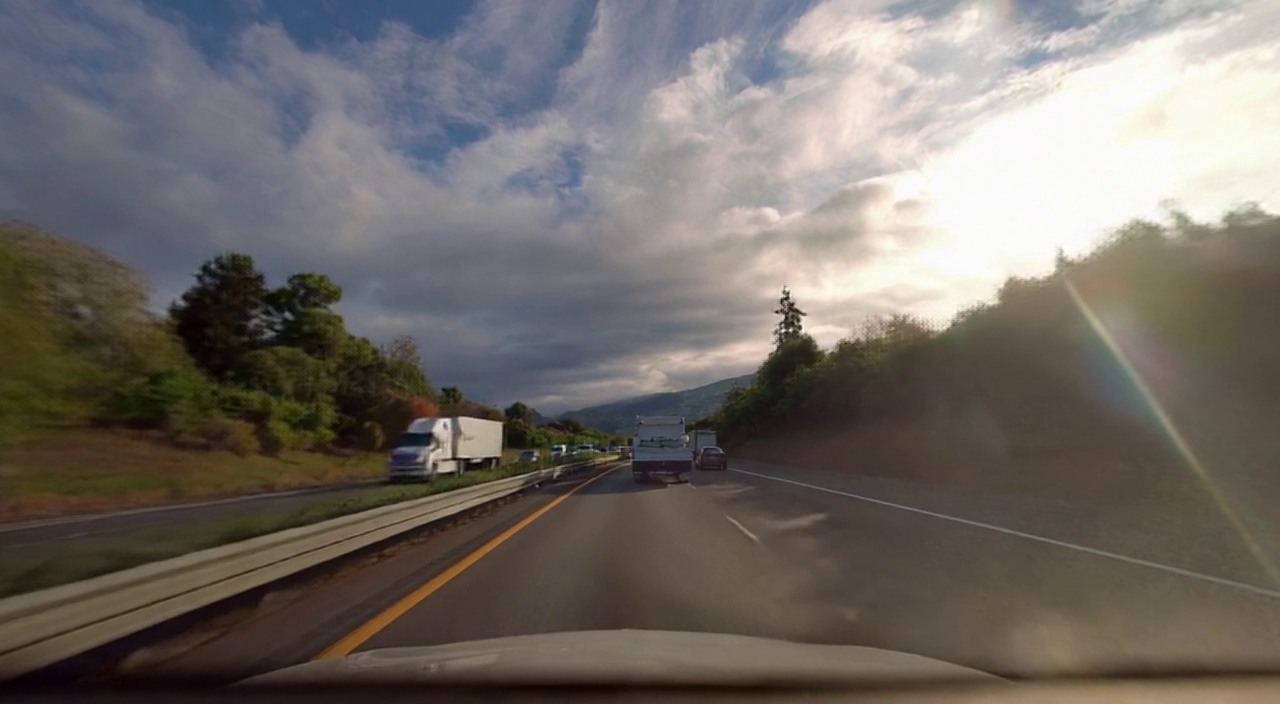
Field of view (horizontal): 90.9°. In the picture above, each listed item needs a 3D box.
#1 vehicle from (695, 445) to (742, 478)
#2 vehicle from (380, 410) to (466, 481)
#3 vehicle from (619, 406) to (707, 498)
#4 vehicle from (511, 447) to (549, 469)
[{"bbox_3d":[3.696,5.214,30.240,1.654,1.441,4.066,0,-9,-1],"label":"vehicle"},{"bbox_3d":[-13.016,5.697,38.410,3.018,3.955,5.802,0,-9,1],"label":"vehicle"},{"bbox_3d":[0.547,3.155,20.073,2.423,2.517,5.055,0,-9,-2],"label":"vehicle"},{"bbox_3d":[-8.563,8.294,49.504,2.051,1.586,4.739,-1,-9,2],"label":"vehicle"}]
